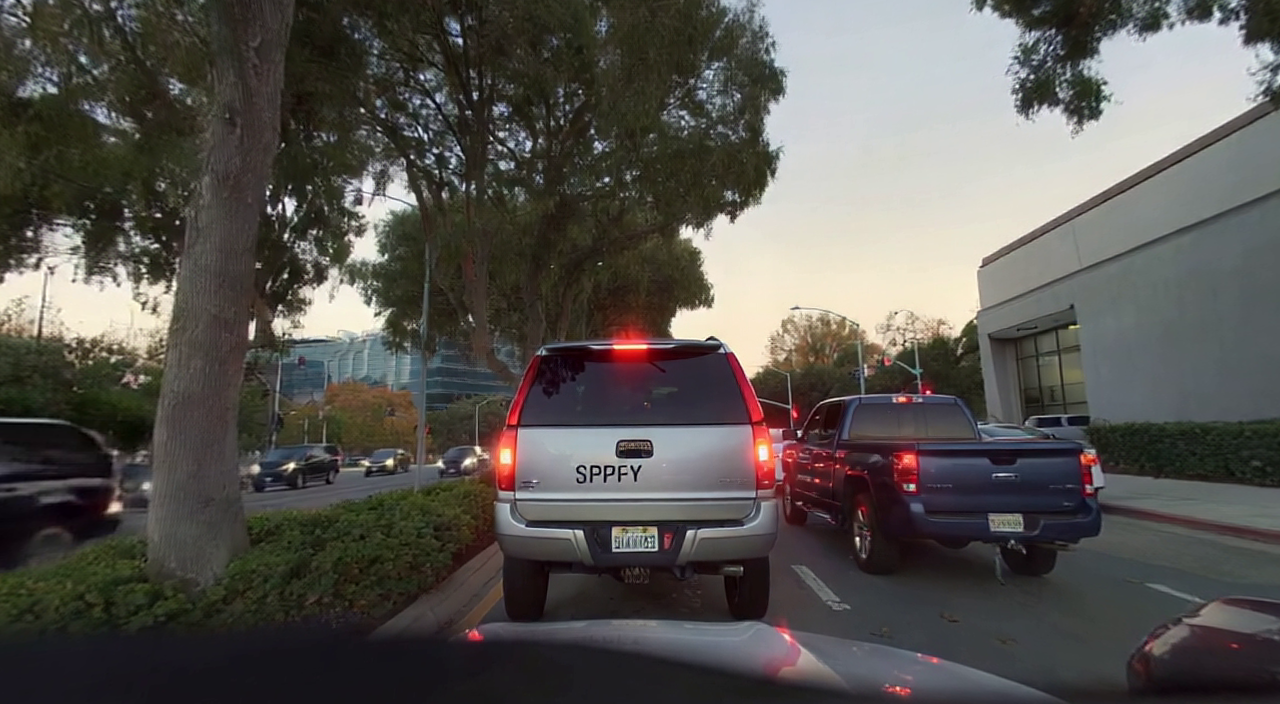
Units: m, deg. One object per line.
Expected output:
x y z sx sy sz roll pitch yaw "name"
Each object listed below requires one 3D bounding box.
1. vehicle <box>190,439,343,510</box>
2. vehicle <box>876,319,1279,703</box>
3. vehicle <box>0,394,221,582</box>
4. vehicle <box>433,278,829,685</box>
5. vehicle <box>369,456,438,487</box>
-15.983 5.214 27.667 2.741 2.730 6.221 0 -8 1 "vehicle"
3.077 0.987 3.482 2.022 1.700 4.410 0 -8 3 "vehicle"
-9.004 1.694 7.424 2.873 2.199 8.099 -4 -8 -2 "vehicle"
0.008 1.041 5.937 2.267 2.372 4.366 0 -8 2 "vehicle"
-15.425 7.792 41.502 2.214 1.815 5.613 0 -8 2 "vehicle"
